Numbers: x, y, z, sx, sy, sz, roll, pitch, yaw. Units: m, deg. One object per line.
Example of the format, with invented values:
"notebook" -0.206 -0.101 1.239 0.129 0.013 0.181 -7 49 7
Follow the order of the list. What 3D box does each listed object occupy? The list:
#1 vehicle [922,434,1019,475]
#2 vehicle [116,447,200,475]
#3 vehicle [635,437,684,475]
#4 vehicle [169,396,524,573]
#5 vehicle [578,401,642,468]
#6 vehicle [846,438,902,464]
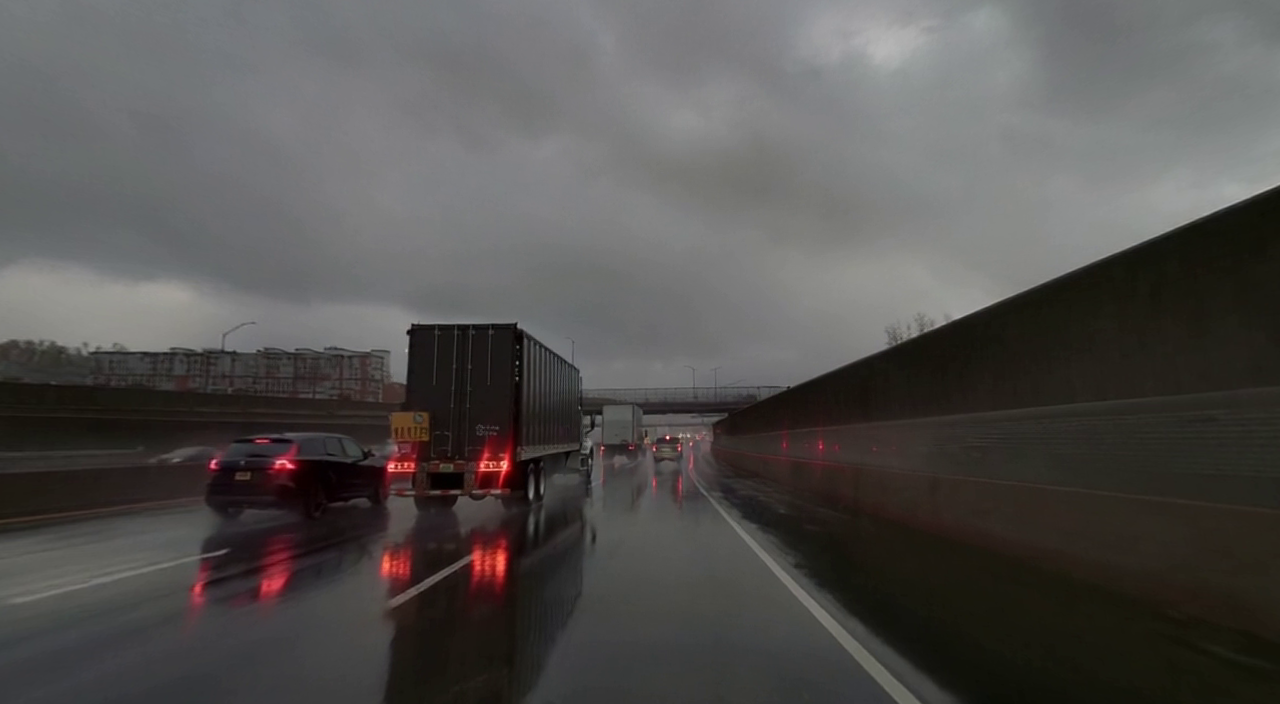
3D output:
"vehicle" 14.612 4.561 28.187 2.022 1.675 4.792 -1 -9 5
"vehicle" -26.093 5.891 34.264 1.614 1.454 3.698 0 -8 0
"vehicle" 0.974 4.960 30.190 2.178 1.640 4.071 -1 -9 3
"vehicle" -3.338 1.613 8.242 2.896 1.779 3.441 -1 -8 2
"vehicle" -1.743 5.559 41.743 3.073 3.894 9.782 -1 -9 4
"vehicle" 15.702 6.668 42.548 2.237 1.656 4.676 -1 -9 3
